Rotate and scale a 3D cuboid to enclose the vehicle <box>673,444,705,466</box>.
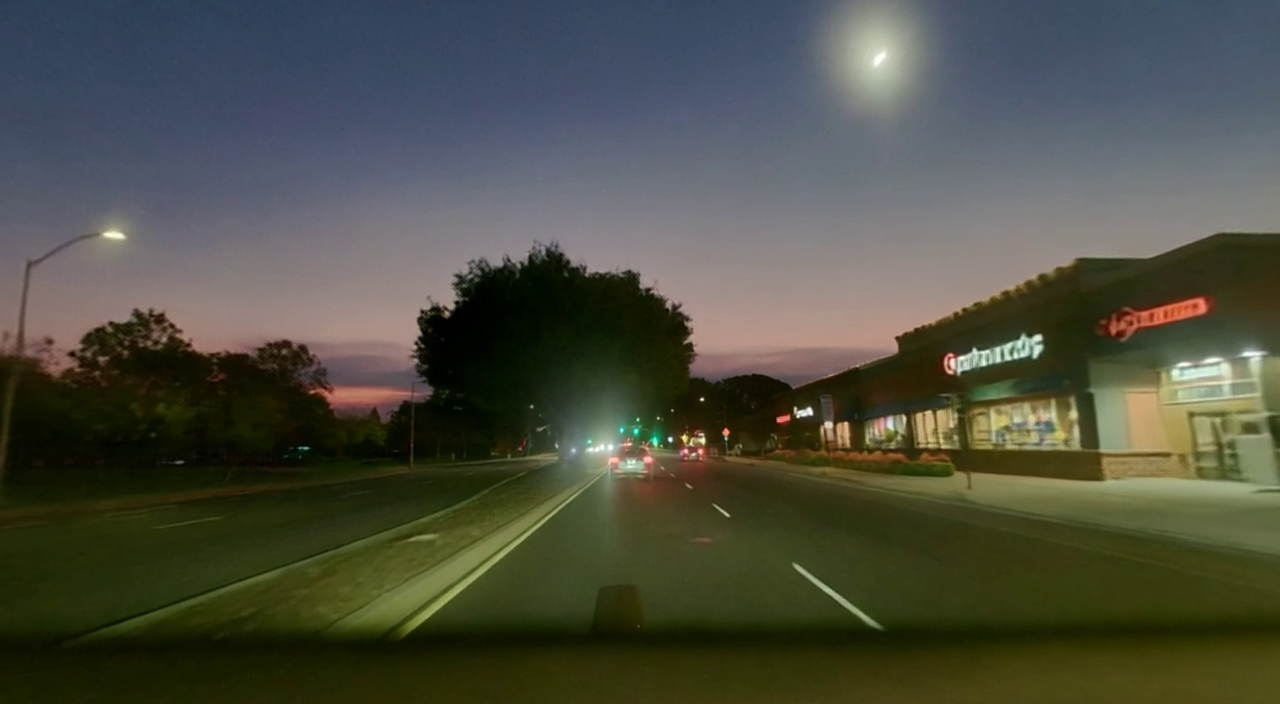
[{"bbox_3d":[3.513,7.484,45.922,1.910,1.474,4.003,0,-9,-1],"label":"vehicle"}]

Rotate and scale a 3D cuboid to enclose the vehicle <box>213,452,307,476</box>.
[{"bbox_3d":[-23.215,6.836,38.704,4.472,1.412,1.891,0,-9,-3],"label":"vehicle"}]

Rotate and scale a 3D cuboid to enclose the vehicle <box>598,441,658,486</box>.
[{"bbox_3d":[-0.413,4.027,23.031,2.006,1.487,3.535,0,-9,-1],"label":"vehicle"}]
